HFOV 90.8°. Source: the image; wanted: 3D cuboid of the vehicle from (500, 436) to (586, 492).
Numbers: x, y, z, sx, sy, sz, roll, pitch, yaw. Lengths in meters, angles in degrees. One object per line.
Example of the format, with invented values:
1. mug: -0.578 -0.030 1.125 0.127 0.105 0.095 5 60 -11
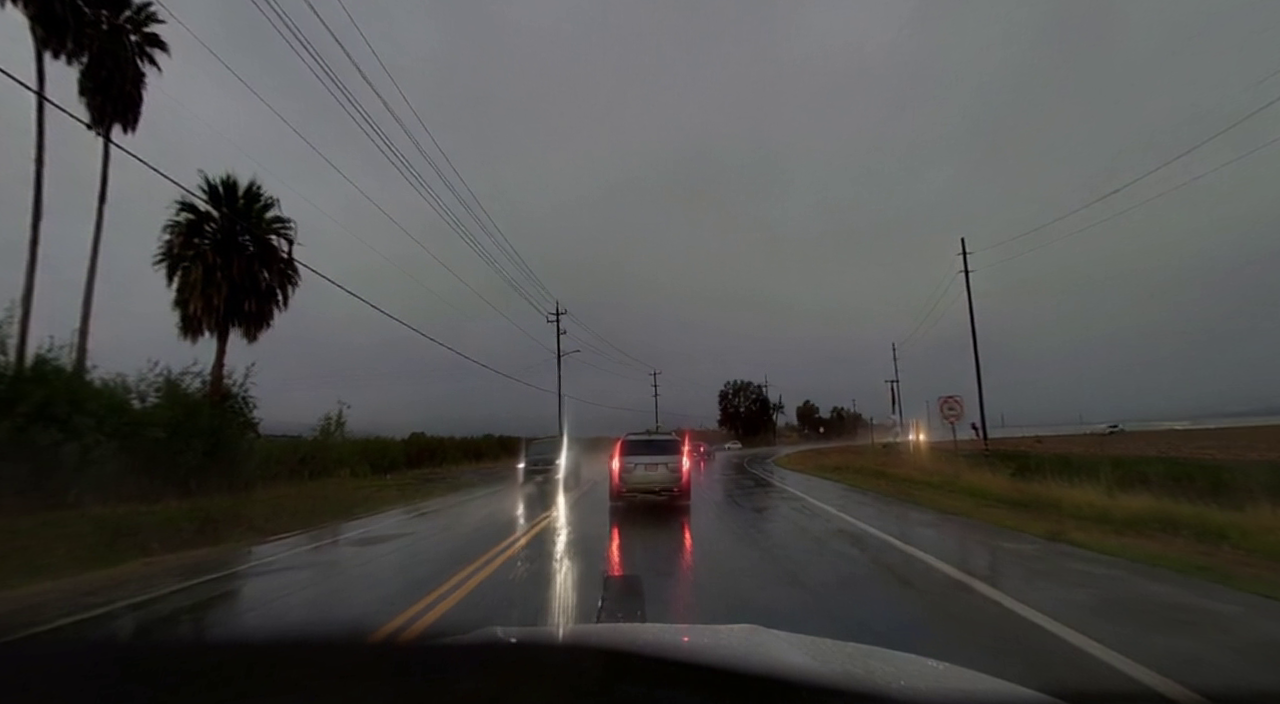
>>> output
1. vehicle: -3.578 4.297 24.671 2.237 1.878 5.739 0 -9 2

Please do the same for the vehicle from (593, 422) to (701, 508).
1. vehicle: 0.135 2.811 16.098 2.364 1.859 4.538 0 -9 0
